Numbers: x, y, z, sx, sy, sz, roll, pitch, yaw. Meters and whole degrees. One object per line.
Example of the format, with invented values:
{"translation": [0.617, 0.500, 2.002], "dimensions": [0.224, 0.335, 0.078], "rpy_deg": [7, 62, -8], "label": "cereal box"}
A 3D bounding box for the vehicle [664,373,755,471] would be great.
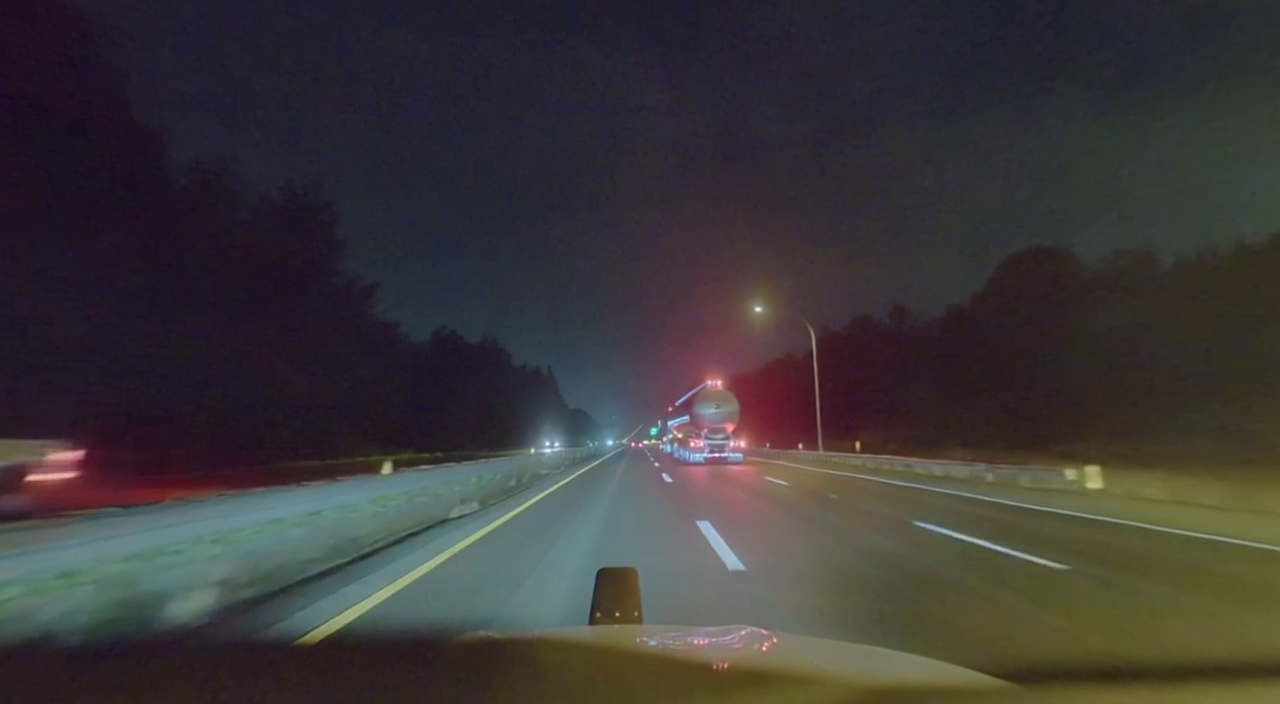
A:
{"translation": [2.887, 3.443, 30.001], "dimensions": [2.946, 3.745, 11.516], "rpy_deg": [0, -7, -1], "label": "vehicle"}
